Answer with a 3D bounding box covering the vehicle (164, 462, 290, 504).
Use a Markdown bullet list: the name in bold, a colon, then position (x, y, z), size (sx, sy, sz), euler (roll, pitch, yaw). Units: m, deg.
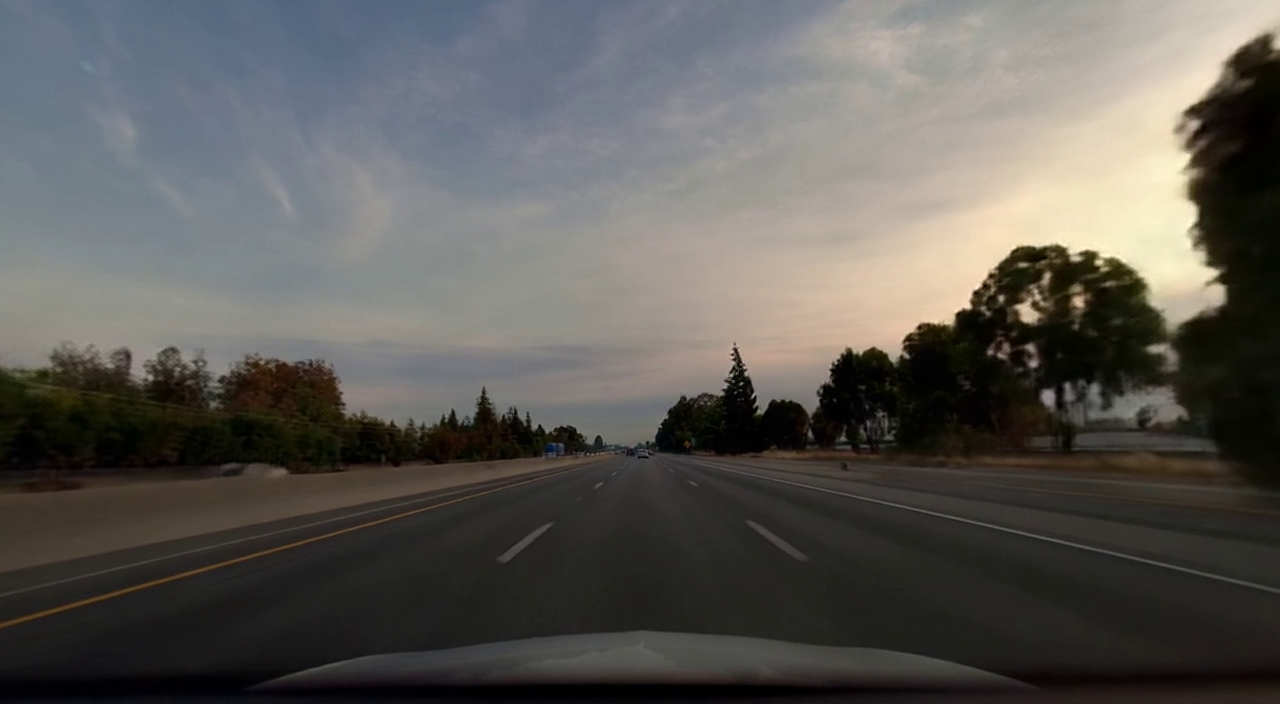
- **vehicle**: position (-16.206, 5.134, 25.080), size (1.919, 1.429, 4.629), euler (0, -9, -1)
